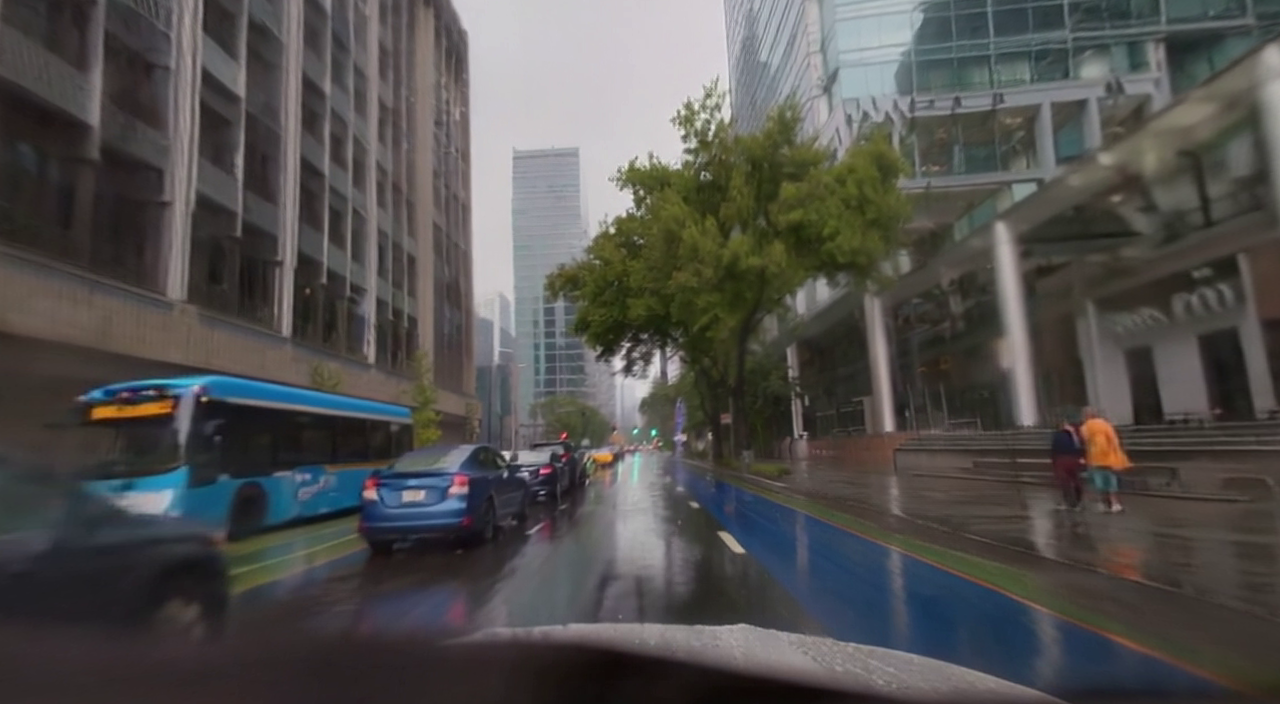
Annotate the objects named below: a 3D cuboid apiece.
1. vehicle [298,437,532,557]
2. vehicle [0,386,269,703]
[{"bbox_3d":[-3.522,2.366,11.169,2.266,1.621,4.783,-1,-8,2],"label":"vehicle"},{"bbox_3d":[-3.842,1.033,2.534,1.982,1.710,4.454,-4,-9,1],"label":"vehicle"}]
